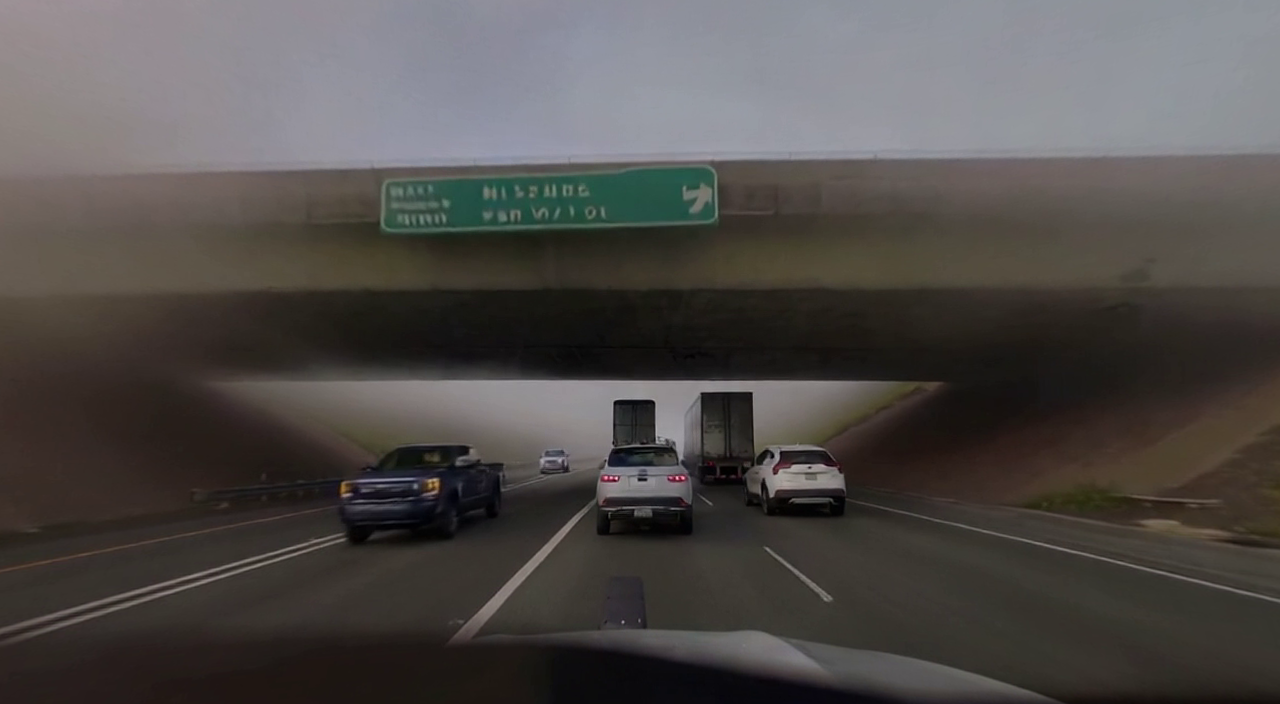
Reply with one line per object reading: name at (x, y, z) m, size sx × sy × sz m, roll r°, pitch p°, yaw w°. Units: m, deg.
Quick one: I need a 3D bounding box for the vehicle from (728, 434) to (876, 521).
vehicle at (3.161, 2.554, 13.233) m, size 1.972 × 1.505 × 3.946 m, roll 0°, pitch -9°, yaw -1°

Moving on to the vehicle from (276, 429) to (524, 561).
vehicle at (-3.323, 2.083, 9.868) m, size 2.122 × 1.569 × 4.294 m, roll -1°, pitch -9°, yaw 1°

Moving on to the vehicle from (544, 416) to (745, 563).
vehicle at (0.065, 1.877, 9.213) m, size 2.256 × 1.615 × 4.114 m, roll -1°, pitch -9°, yaw 1°
